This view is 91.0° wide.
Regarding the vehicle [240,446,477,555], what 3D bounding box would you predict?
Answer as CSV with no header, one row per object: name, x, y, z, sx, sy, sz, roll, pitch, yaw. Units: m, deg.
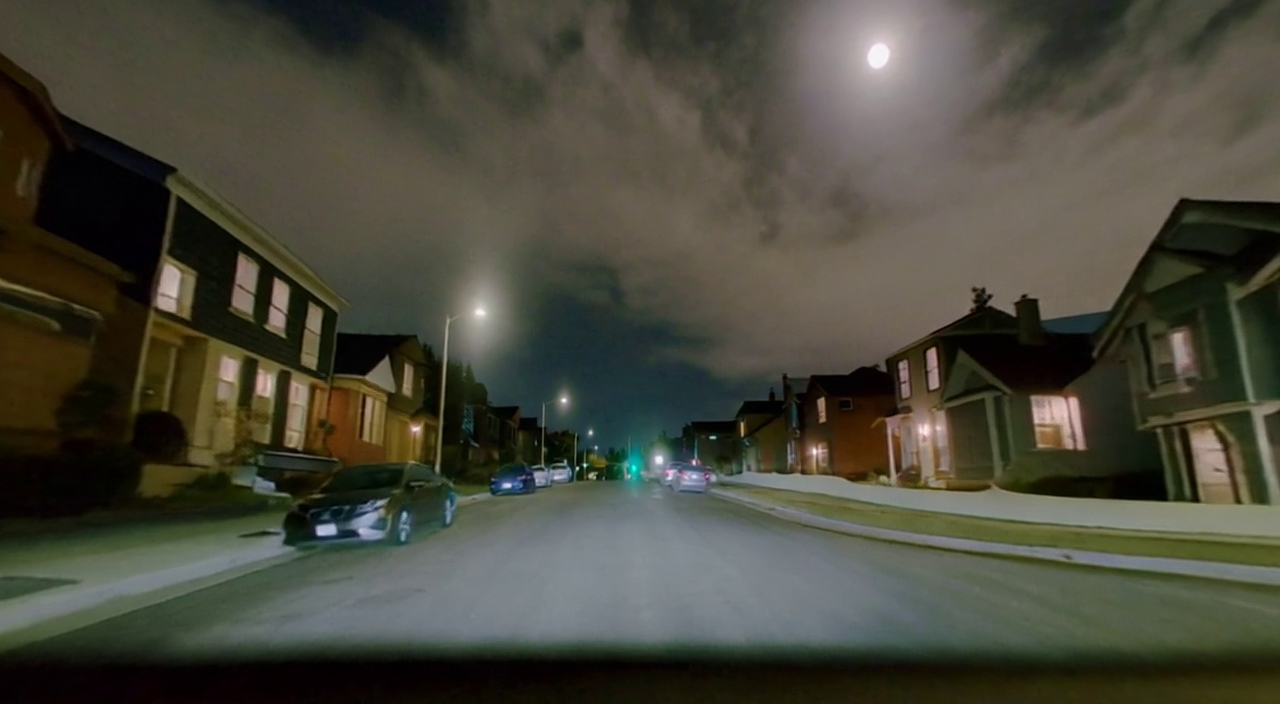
vehicle,-4.563,2.482,11.212,2.080,1.471,4.638,1,-10,-1

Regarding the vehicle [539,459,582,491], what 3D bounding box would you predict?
vehicle,-4.674,7.261,37.463,2.089,1.508,4.537,2,-7,-2

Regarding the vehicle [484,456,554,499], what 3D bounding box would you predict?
vehicle,-4.810,5.066,25.819,2.020,1.470,5.300,0,-9,-2

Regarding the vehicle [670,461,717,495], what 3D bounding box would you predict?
vehicle,2.684,6.414,32.345,1.888,1.484,4.476,0,-9,-2
